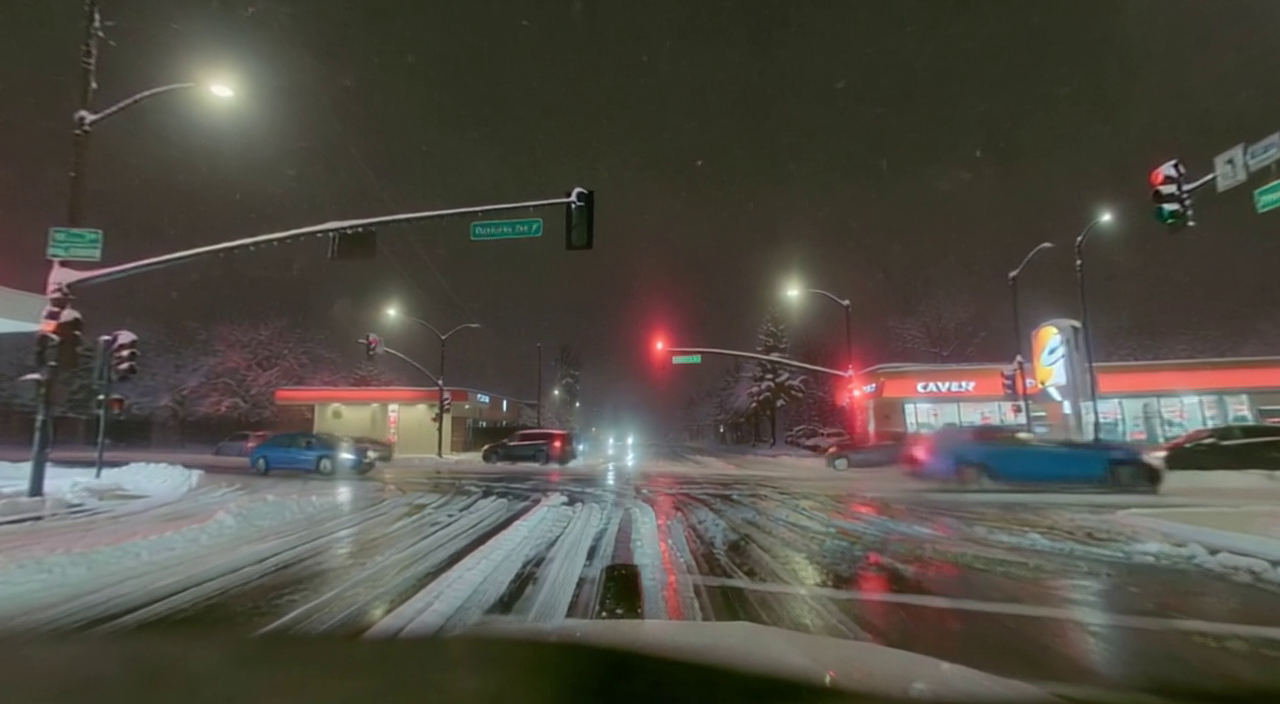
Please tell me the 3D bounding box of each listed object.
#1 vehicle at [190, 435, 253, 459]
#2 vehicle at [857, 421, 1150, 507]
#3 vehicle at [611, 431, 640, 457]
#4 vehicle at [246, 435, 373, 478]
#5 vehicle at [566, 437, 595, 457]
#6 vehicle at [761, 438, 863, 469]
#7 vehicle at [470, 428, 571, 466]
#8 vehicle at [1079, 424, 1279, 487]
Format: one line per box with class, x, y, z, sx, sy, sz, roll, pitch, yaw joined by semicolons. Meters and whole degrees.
vehicle;-31.377;7.155;47.335;4.433;1.717;1.839;-5;-9;27
vehicle;7.158;2.252;12.996;4.806;1.482;1.862;-5;-9;27
vehicle;-1.134;6.874;47.070;2.083;1.764;5.011;0;-8;-3
vehicle;-12.461;3.902;23.754;4.670;1.458;1.959;-5;-10;30
vehicle;-4.595;7.387;49.168;2.003;1.481;4.091;0;-8;-2
vehicle;8.572;5.098;31.900;1.831;1.467;4.792;6;-10;-36
vehicle;-5.710;4.528;30.177;4.562;1.676;1.819;-5;-9;27
vehicle;14.673;2.713;16.692;4.681;1.495;2.096;-4;-9;26
